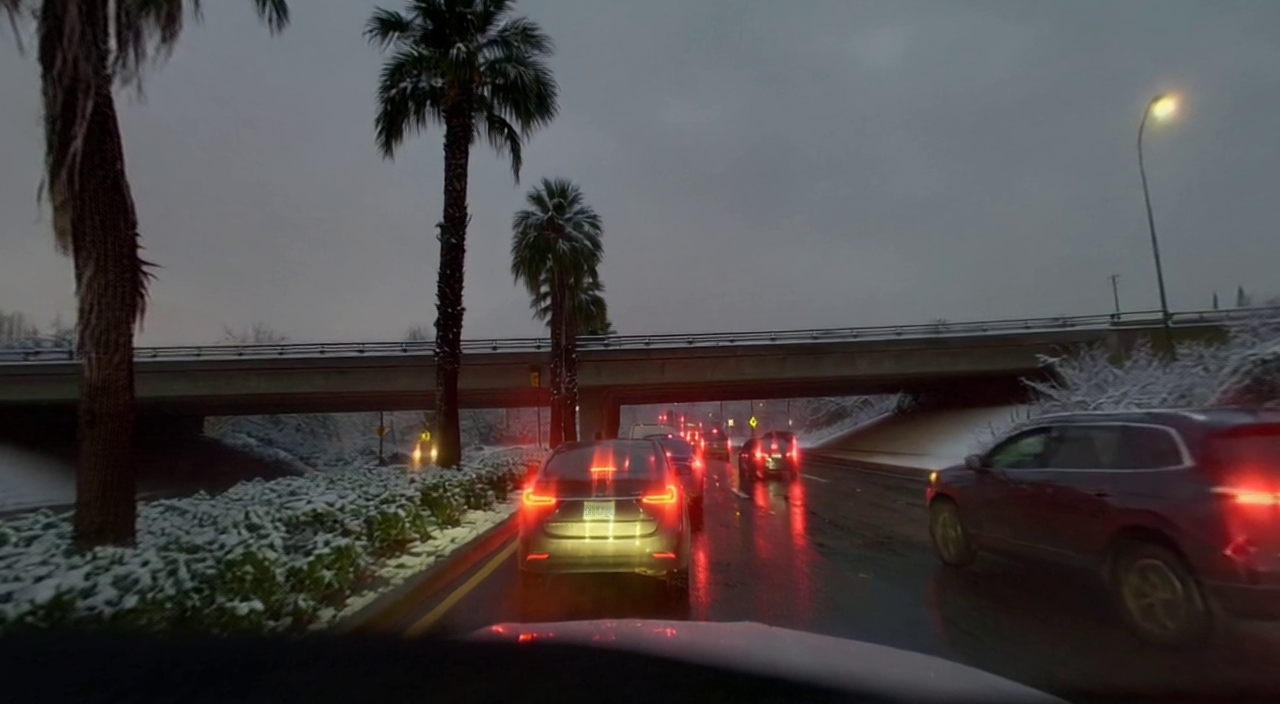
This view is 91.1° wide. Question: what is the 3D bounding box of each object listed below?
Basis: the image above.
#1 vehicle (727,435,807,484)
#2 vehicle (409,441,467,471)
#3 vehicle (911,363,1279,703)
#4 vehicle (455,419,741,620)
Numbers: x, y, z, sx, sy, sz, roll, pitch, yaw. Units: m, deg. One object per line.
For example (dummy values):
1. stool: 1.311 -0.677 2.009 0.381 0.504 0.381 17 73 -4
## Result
1. vehicle: 4.330 3.745 22.208 2.034 1.517 4.840 0 -9 3
2. vehicle: -12.088 6.232 37.922 2.084 1.704 4.485 0 -9 -1
3. vehicle: 4.082 1.123 4.622 2.149 1.609 4.807 0 -9 2
4. vehicle: -0.268 1.575 6.856 2.172 1.506 4.018 0 -9 2
